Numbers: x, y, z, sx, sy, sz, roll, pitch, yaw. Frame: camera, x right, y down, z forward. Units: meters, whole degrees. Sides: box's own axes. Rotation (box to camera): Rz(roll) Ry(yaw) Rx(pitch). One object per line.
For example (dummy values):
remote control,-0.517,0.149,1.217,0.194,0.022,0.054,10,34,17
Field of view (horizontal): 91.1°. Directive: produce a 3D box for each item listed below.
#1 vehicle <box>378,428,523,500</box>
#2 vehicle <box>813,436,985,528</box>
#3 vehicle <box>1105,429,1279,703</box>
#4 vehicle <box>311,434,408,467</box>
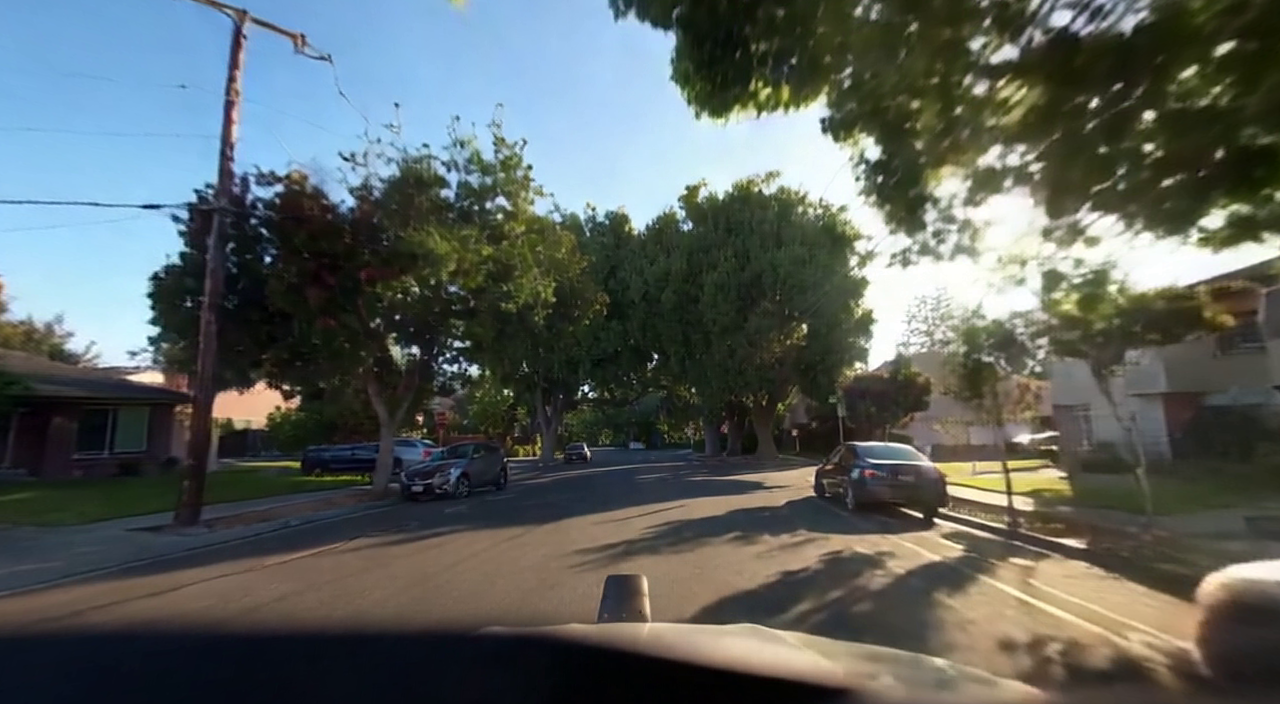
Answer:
vehicle,-4.805,2.987,16.695,1.943,1.433,4.717,-7,-11,6
vehicle,4.848,2.422,12.601,1.931,1.395,4.793,1,-7,7
vehicle,3.711,0.882,1.391,2.088,1.429,4.796,0,-8,6
vehicle,-17.180,6.069,38.735,4.879,1.867,2.234,2,-8,-4
